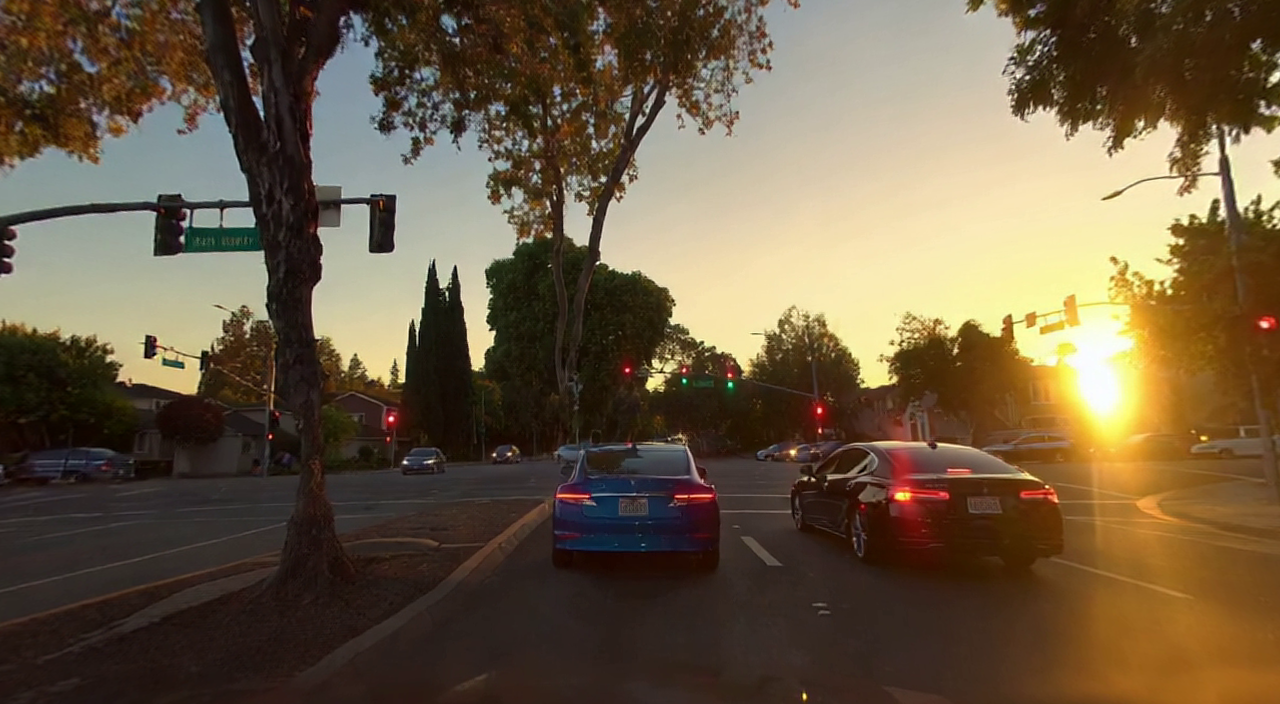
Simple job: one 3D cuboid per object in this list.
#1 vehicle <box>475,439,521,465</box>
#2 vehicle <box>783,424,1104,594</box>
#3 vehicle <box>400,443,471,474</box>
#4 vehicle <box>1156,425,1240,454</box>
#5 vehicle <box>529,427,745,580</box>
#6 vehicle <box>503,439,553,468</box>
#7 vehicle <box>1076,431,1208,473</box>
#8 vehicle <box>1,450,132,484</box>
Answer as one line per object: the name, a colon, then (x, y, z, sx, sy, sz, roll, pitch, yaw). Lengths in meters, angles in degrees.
vehicle: (-10.916, 7.745, 49.100, 2.376, 1.916, 4.899, 0, -8, 1)
vehicle: (3.189, 1.714, 7.772, 1.913, 1.505, 4.097, 0, -8, 0)
vehicle: (-11.214, 5.853, 35.031, 2.102, 1.531, 5.072, 0, -8, 1)
vehicle: (41.733, 6.583, 47.343, 4.388, 2.079, 1.960, 0, -8, -2)
vehicle: (-0.050, 1.784, 8.254, 2.103, 1.478, 4.073, 0, -8, -1)
vehicle: (-7.439, 6.797, 42.453, 2.383, 1.779, 4.973, 0, -8, 1)
vehicle: (23.998, 4.783, 30.311, 4.520, 1.762, 2.005, -2, -8, -1)
vehicle: (-28.126, 5.615, 31.072, 4.538, 1.591, 1.949, 0, -8, 1)
